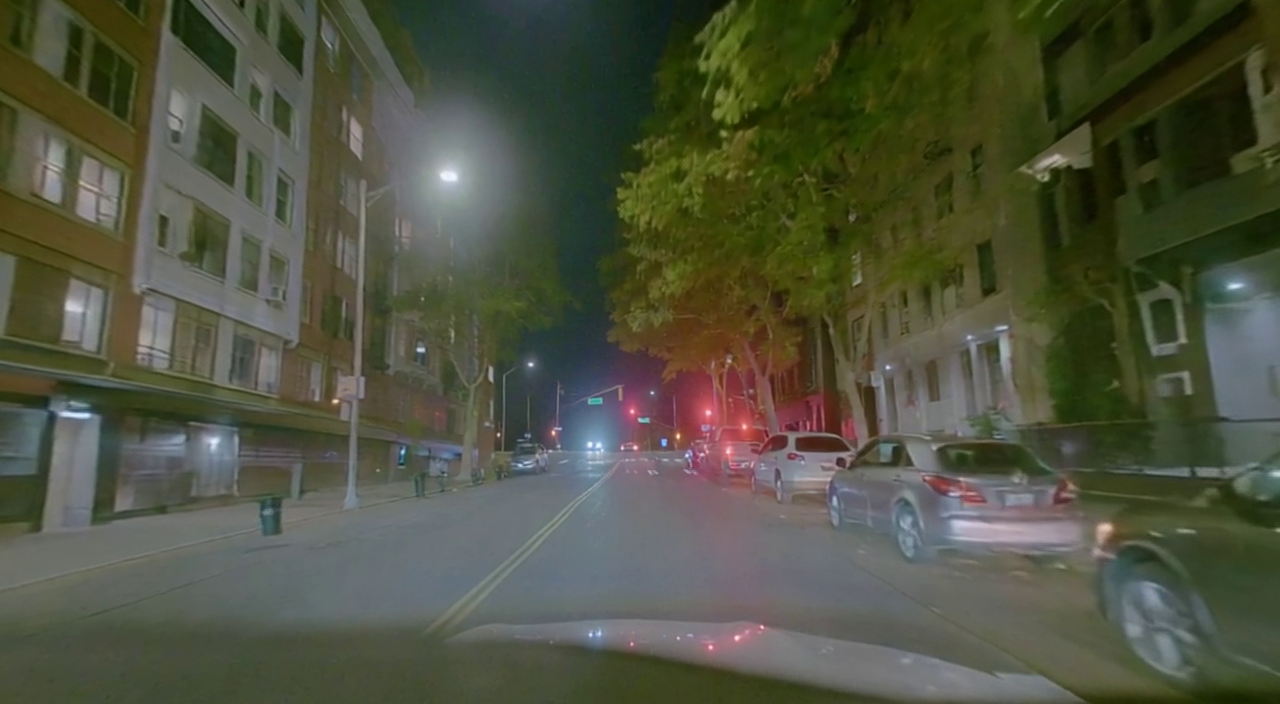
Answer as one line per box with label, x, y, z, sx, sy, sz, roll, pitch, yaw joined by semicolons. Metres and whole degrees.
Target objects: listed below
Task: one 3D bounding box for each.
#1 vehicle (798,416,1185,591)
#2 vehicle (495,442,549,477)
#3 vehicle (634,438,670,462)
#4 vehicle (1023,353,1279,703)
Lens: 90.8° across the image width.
vehicle;3.637;1.658;7.916;2.066;1.494;4.843;0;-8;0
vehicle;-6.367;5.826;34.611;2.013;1.772;4.439;0;-8;2
vehicle;0.941;7.133;46.213;2.111;1.619;4.077;-1;-8;8
vehicle;3.540;0.743;1.884;1.996;1.642;4.472;0;-8;0
